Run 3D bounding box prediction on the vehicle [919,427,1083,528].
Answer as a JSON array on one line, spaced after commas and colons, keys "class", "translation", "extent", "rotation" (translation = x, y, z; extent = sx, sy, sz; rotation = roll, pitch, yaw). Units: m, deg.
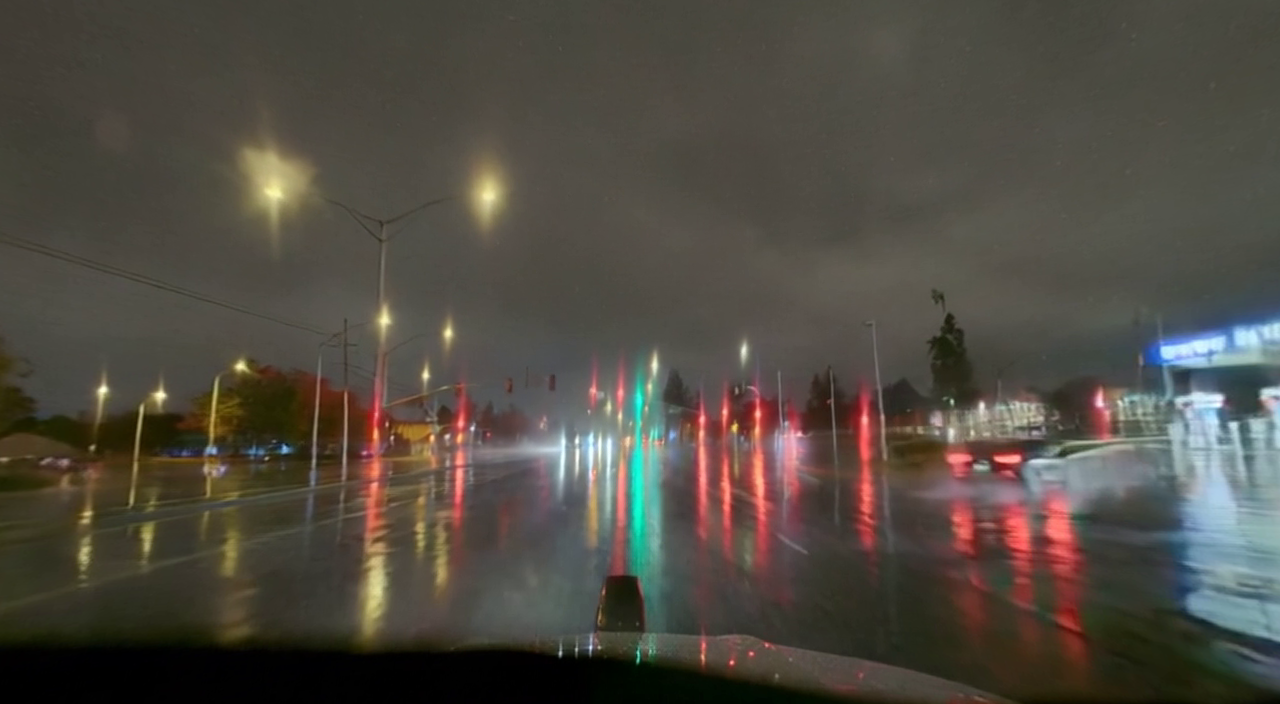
[{"class": "vehicle", "translation": [6.555, 2.226, 11.959], "extent": [2.113, 1.470, 4.867], "rotation": [-4, -9, 25]}]
